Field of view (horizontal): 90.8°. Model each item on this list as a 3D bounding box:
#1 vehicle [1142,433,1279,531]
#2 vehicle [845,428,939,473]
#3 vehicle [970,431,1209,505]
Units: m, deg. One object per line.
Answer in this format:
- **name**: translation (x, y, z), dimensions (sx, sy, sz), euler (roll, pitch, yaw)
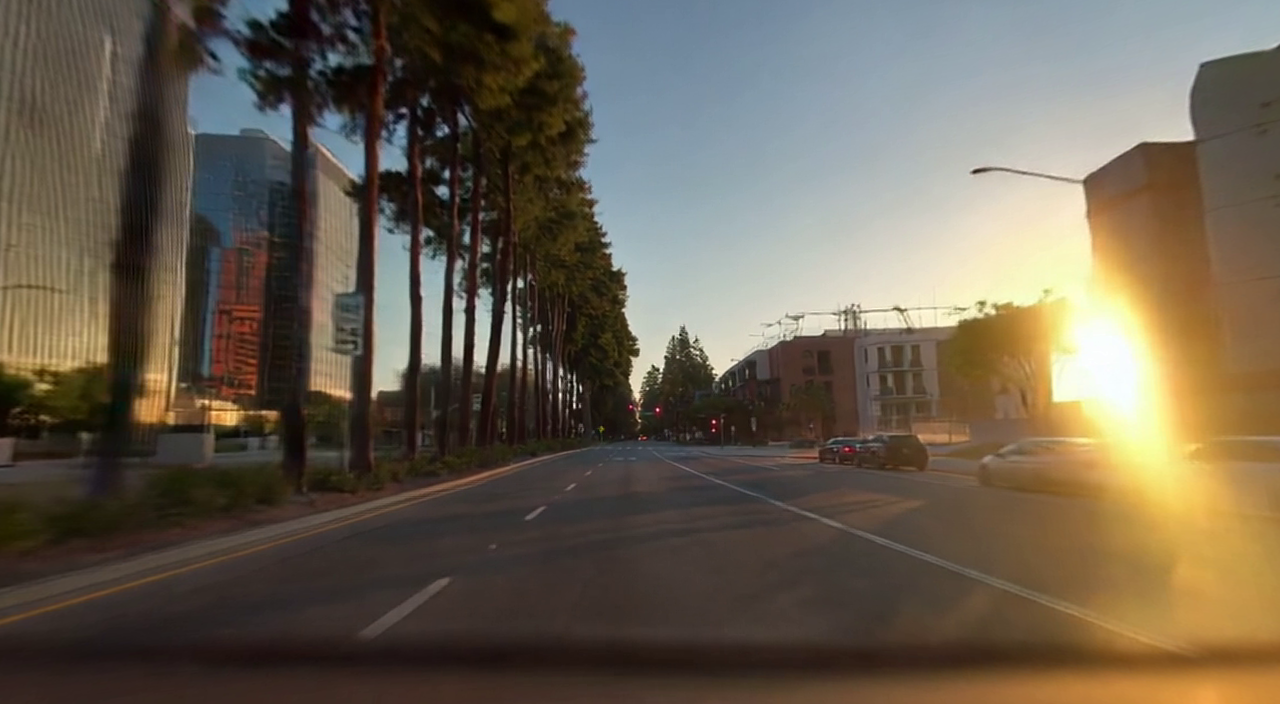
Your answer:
- **vehicle**: translation (10.802, 2.036, 10.000), dimensions (1.927, 1.489, 4.532), euler (0, -8, -1)
- **vehicle**: translation (10.630, 4.205, 27.131), dimensions (1.947, 1.716, 4.861), euler (0, -8, -1)
- **vehicle**: translation (10.783, 2.811, 15.791), dimensions (1.977, 1.519, 4.953), euler (1, -9, -6)
